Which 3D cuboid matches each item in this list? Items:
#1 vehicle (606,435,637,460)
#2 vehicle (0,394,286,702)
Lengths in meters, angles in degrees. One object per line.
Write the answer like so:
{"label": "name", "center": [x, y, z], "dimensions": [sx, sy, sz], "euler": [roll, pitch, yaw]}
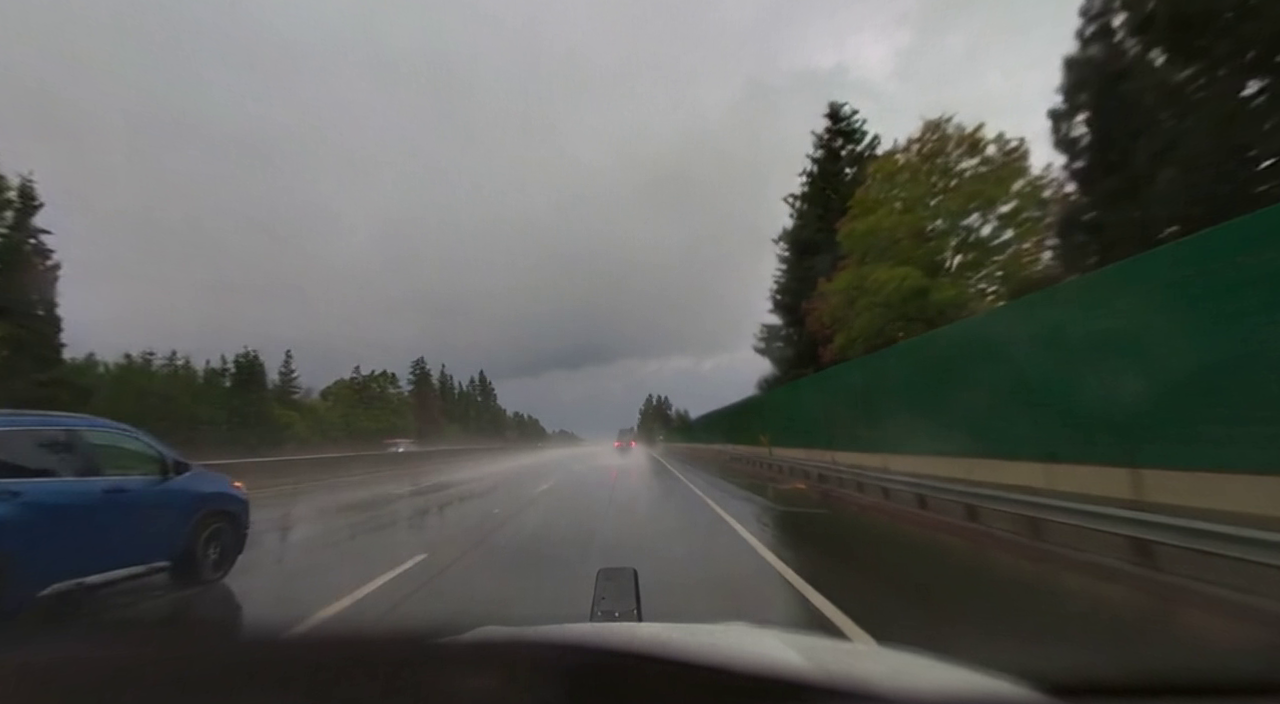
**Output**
{"label": "vehicle", "center": [-1.107, 5.879, 38.873], "dimensions": [1.836, 1.450, 3.519], "euler": [0, -8, -1]}
{"label": "vehicle", "center": [-4.273, 1.010, 3.324], "dimensions": [2.072, 1.545, 4.767], "euler": [0, -8, 0]}
